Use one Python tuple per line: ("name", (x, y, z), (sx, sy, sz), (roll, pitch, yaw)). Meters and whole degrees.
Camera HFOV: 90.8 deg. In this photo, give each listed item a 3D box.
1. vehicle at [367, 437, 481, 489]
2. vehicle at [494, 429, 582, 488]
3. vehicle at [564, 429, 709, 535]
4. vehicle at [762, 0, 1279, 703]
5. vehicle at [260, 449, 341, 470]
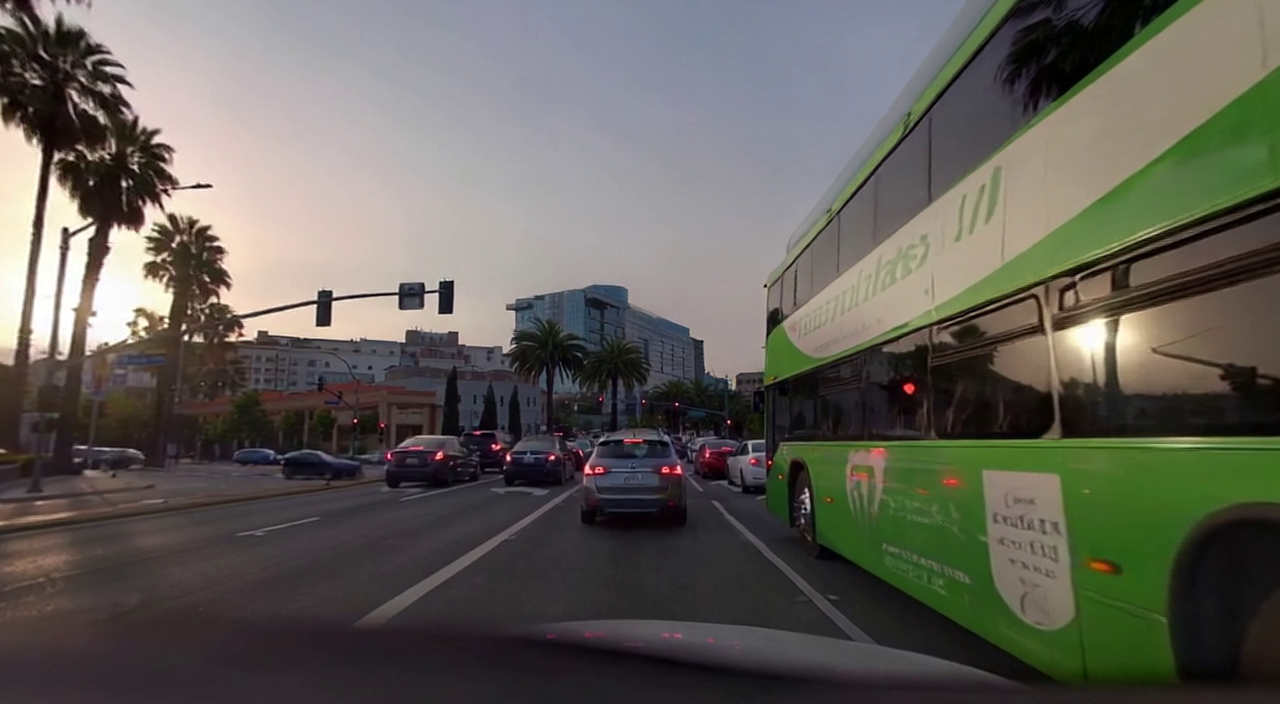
("vehicle", (-6.874, 3.580, 20.749), (1.927, 1.480, 4.832), (0, -9, 2))
("vehicle", (-3.224, 3.487, 20.876), (2.020, 1.721, 4.366), (0, -9, 2))
("vehicle", (-0.054, 2.141, 10.958), (2.060, 1.499, 3.831), (0, -9, 0))
("vehicle", (3.546, -0.125, 3.777), (2.970, 4.015, 13.606), (0, -9, 0))
("vehicle", (-24.199, 7.675, 45.183), (4.653, 1.472, 1.870), (0, -9, -4))
